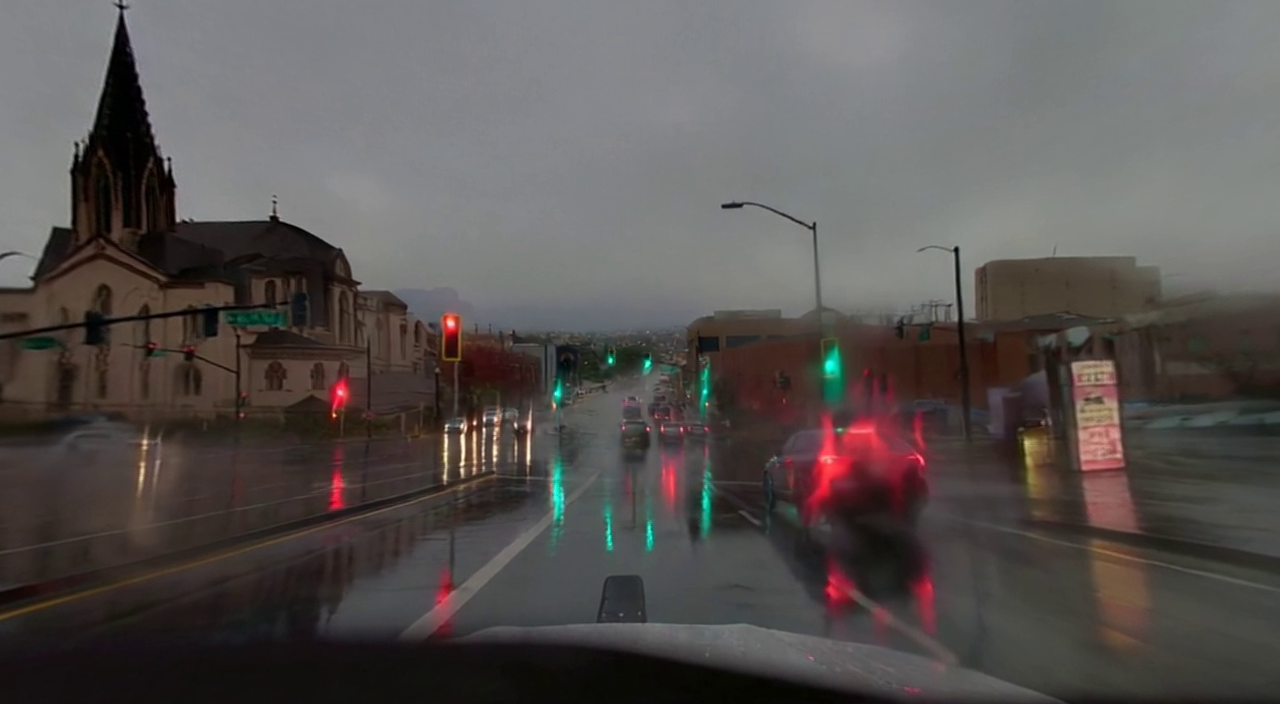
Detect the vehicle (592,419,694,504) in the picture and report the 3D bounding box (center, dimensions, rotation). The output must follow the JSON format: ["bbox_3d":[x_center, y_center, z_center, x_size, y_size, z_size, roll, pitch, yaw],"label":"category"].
[{"bbox_3d":[0.130,2.640,15.559,2.168,1.776,4.135,0,-8,2],"label":"vehicle"}]

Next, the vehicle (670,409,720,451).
[{"bbox_3d":[3.062,4.408,36.432,2.228,1.922,5.335,0,-2,-2],"label":"vehicle"}]

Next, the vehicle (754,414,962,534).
[{"bbox_3d":[3.624,2.135,11.643,2.080,1.735,4.650,0,-8,-1],"label":"vehicle"}]

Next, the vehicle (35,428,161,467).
[{"bbox_3d":[-30.225,5.312,35.382,4.955,1.828,2.268,0,-3,-3],"label":"vehicle"}]
